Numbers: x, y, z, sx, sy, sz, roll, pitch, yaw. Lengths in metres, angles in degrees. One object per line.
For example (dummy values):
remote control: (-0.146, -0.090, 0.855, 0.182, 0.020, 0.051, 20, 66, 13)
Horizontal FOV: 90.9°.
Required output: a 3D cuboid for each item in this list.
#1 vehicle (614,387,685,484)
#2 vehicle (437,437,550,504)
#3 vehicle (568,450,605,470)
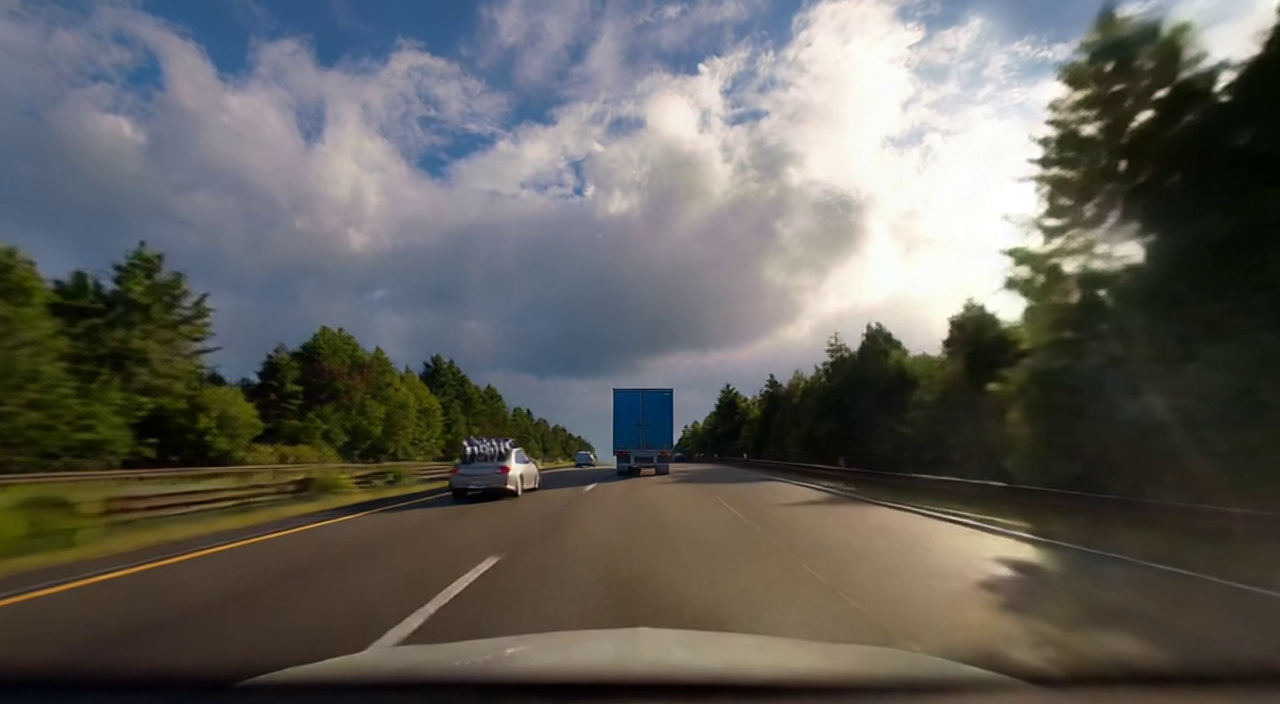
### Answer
vehicle: (0.471, 4.022, 29.634, 2.821, 3.878, 8.925, 0, -9, 1)
vehicle: (-3.943, 3.292, 17.943, 2.018, 1.632, 4.722, 0, -9, 1)
vehicle: (-3.760, 7.760, 45.387, 2.133, 1.358, 4.870, 0, -9, 2)
